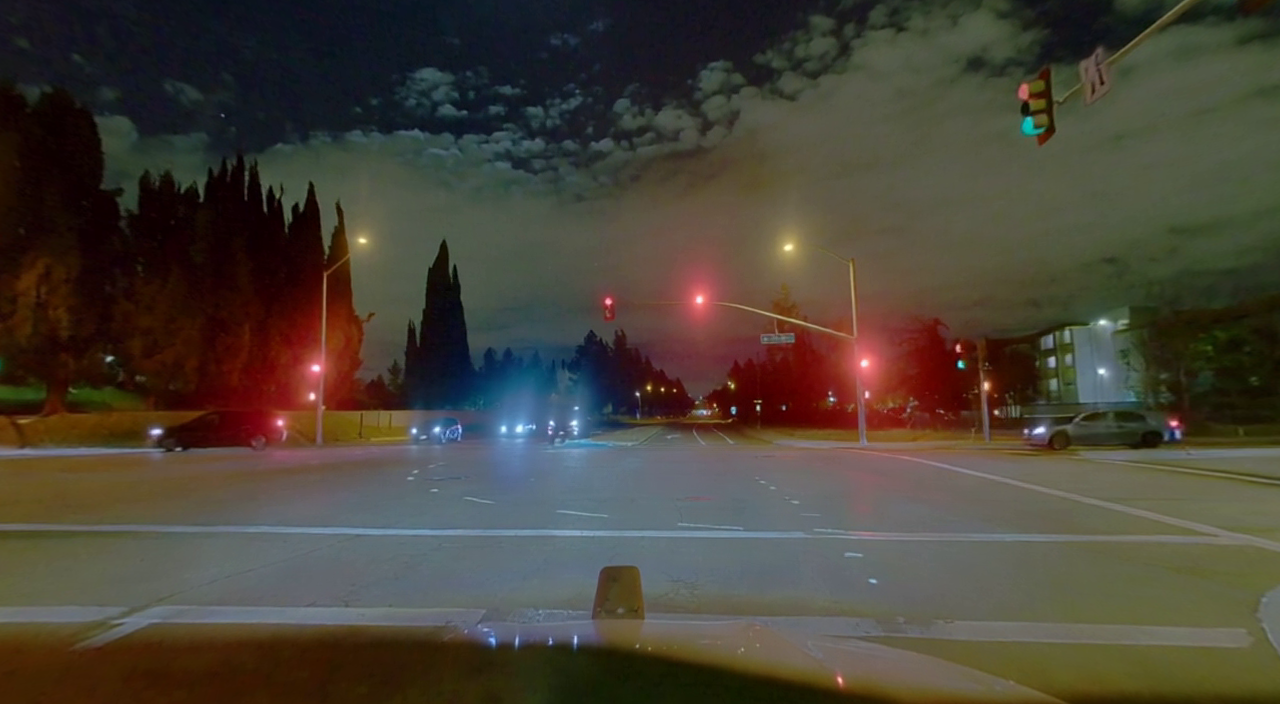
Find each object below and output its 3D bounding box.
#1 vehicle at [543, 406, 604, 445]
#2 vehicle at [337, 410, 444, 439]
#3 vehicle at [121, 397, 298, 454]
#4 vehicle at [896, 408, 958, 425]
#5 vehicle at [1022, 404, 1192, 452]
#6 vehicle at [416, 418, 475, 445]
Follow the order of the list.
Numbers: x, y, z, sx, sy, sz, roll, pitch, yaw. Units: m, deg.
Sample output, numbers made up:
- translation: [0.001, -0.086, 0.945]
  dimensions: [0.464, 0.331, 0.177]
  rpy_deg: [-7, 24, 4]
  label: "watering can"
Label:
- translation: [-3.456, 4.032, 33.918]
  dimensions: [2.306, 1.907, 5.382]
  rpy_deg: [-1, -9, 4]
  label: "vehicle"
- translation: [-17.141, 5.099, 43.761]
  dimensions: [6.496, 1.847, 2.164]
  rpy_deg: [8, -12, -42]
  label: "vehicle"
- translation: [-16.166, 2.864, 23.995]
  dimensions: [2.340, 1.902, 4.920]
  rpy_deg: [-6, -10, 35]
  label: "vehicle"
- translation: [21.990, 4.942, 48.447]
  dimensions: [3.933, 1.219, 1.700]
  rpy_deg: [-1, -9, 3]
  label: "vehicle"
- translation: [16.733, 2.790, 22.885]
  dimensions: [4.454, 1.643, 1.809]
  rpy_deg: [-2, -9, 13]
  label: "vehicle"
- translation: [-11.541, 4.821, 37.824]
  dimensions: [1.899, 1.510, 4.294]
  rpy_deg: [-1, -9, 4]
  label: "vehicle"
